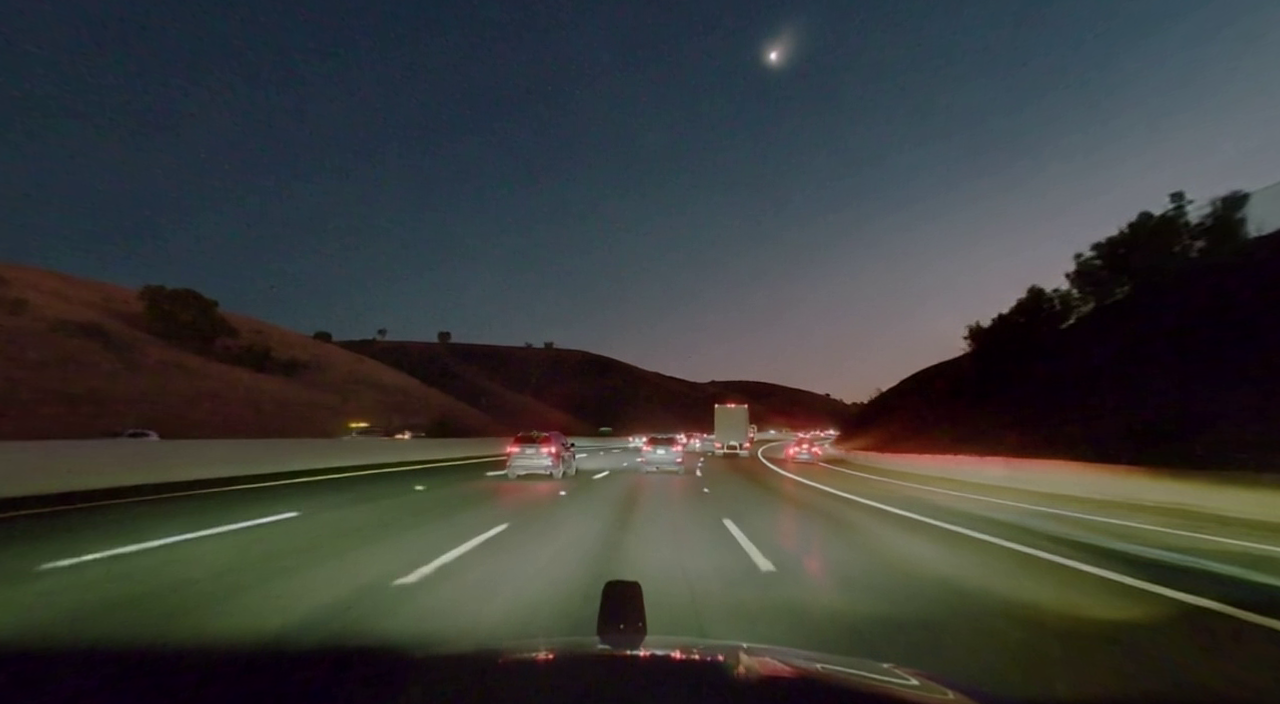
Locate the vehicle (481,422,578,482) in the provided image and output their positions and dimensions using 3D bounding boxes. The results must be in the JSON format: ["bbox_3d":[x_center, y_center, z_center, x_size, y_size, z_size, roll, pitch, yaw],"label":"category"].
[{"bbox_3d":[-3.426,3.235,20.530,2.077,1.712,4.406,-1,-8,4],"label":"vehicle"}]

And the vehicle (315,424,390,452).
[{"bbox_3d":[-19.151,5.806,42.331,2.302,1.711,4.966,-1,-8,6],"label":"vehicle"}]

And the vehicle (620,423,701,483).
[{"bbox_3d":[0.787,3.440,21.672,2.484,1.820,4.497,-1,-8,4],"label":"vehicle"}]
